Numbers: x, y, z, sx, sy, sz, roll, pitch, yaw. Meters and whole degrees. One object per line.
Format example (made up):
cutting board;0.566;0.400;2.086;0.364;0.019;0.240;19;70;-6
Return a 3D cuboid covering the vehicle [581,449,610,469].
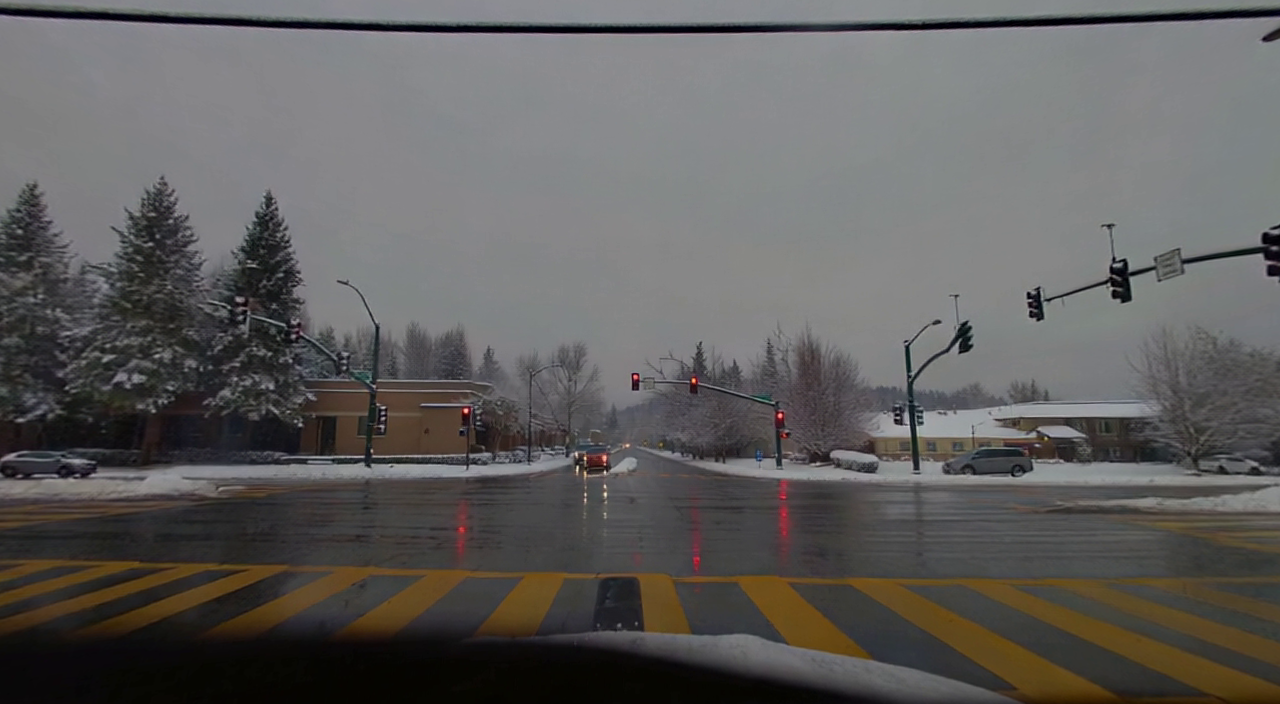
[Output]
vehicle;-3.455;8.390;49.406;1.908;1.441;4.142;0;-8;1

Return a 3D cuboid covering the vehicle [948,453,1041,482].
vehicle;21.100;6.872;37.586;4.447;1.623;1.801;0;-9;-3

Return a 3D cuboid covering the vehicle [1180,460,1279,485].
vehicle;36.230;7.309;38.301;4.976;1.428;1.929;0;-8;-2

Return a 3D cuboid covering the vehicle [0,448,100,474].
vehicle;-35.140;6.430;37.189;4.741;1.447;1.807;0;-9;0
